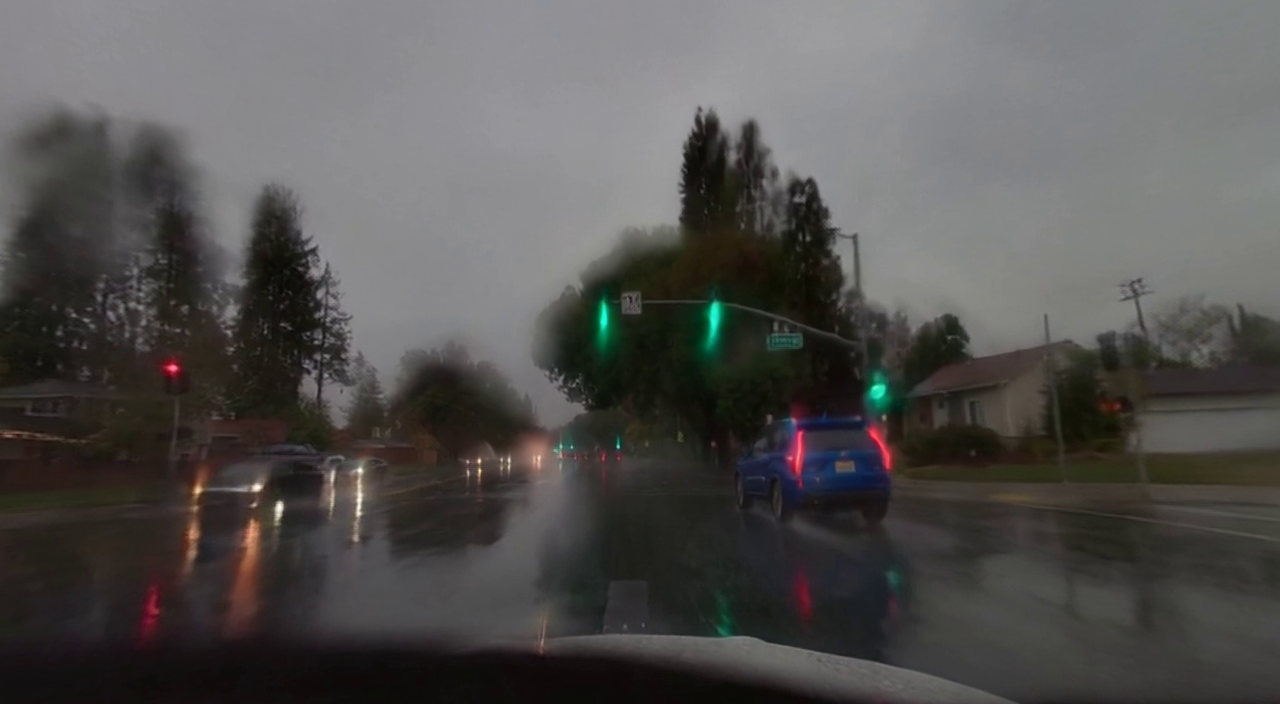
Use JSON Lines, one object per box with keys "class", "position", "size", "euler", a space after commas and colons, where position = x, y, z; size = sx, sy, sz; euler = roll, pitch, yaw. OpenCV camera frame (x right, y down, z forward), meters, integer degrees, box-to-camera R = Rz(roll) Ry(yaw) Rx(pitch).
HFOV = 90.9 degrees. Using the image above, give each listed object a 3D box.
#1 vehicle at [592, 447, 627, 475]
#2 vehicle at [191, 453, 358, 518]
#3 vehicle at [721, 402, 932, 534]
{"class": "vehicle", "position": [-2.106, 7.212, 42.116], "size": [2.138, 1.729, 4.178], "euler": [0, -8, -5]}
{"class": "vehicle", "position": [-10.031, 3.658, 17.846], "size": [2.035, 1.475, 4.639], "euler": [0, -8, -1]}
{"class": "vehicle", "position": [3.315, 2.231, 12.827], "size": [2.338, 2.063, 5.592], "euler": [0, -8, -3]}
